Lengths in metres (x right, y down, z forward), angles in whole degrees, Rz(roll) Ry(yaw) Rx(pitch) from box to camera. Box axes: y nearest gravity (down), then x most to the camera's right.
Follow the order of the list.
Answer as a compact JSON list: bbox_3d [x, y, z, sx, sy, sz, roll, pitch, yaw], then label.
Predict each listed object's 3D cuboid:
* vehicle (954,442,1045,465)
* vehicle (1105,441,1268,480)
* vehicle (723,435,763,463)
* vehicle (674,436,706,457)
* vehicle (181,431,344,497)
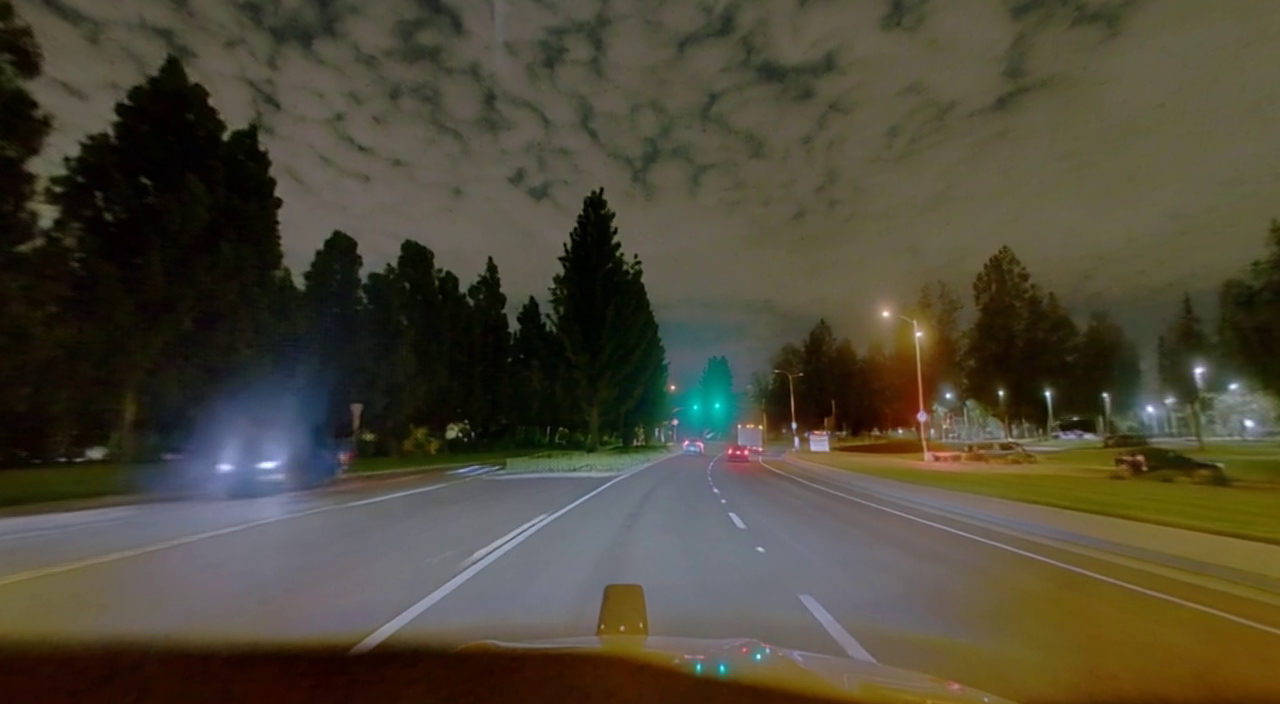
[{"bbox_3d":[22.947,6.472,40.433,4.627,1.418,1.800,-1,-8,9],"label":"vehicle"},{"bbox_3d":[21.737,4.323,25.242,4.322,1.467,2.457,1,-8,-3],"label":"vehicle"},{"bbox_3d":[5.857,5.595,36.426,1.989,1.497,4.436,-1,-8,6],"label":"vehicle"},{"bbox_3d":[3.877,7.213,48.294,2.066,1.482,4.273,-1,-8,9],"label":"vehicle"},{"bbox_3d":[-11.177,3.324,19.150,1.969,1.755,4.518,0,-8,2],"label":"vehicle"}]
